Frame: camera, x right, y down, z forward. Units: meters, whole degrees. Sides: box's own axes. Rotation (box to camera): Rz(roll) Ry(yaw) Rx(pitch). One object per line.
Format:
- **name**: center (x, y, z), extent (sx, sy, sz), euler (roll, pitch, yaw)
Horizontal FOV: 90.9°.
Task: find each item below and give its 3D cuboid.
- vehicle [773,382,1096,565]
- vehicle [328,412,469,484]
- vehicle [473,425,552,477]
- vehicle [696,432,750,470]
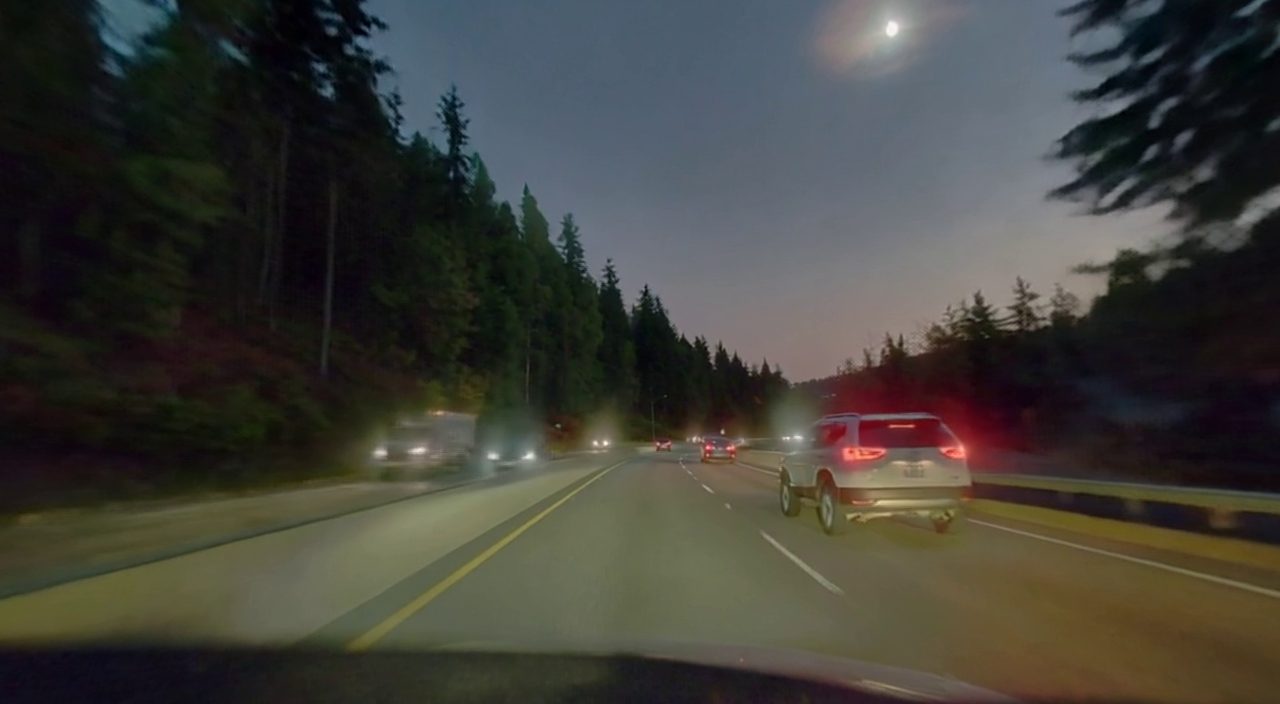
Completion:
- **vehicle**: center (3.610, 1.611, 9.114), extent (2.270, 1.897, 4.822), euler (-1, -8, -1)
- **vehicle**: center (-8.171, 3.342, 22.252), extent (2.428, 2.147, 6.184), euler (-1, -8, 1)
- **vehicle**: center (-4.610, 3.643, 23.466), extent (1.965, 1.727, 4.041), euler (-1, -8, 2)
- **vehicle**: center (4.027, 4.911, 31.456), extent (2.112, 1.708, 4.380), euler (-1, -8, 1)
